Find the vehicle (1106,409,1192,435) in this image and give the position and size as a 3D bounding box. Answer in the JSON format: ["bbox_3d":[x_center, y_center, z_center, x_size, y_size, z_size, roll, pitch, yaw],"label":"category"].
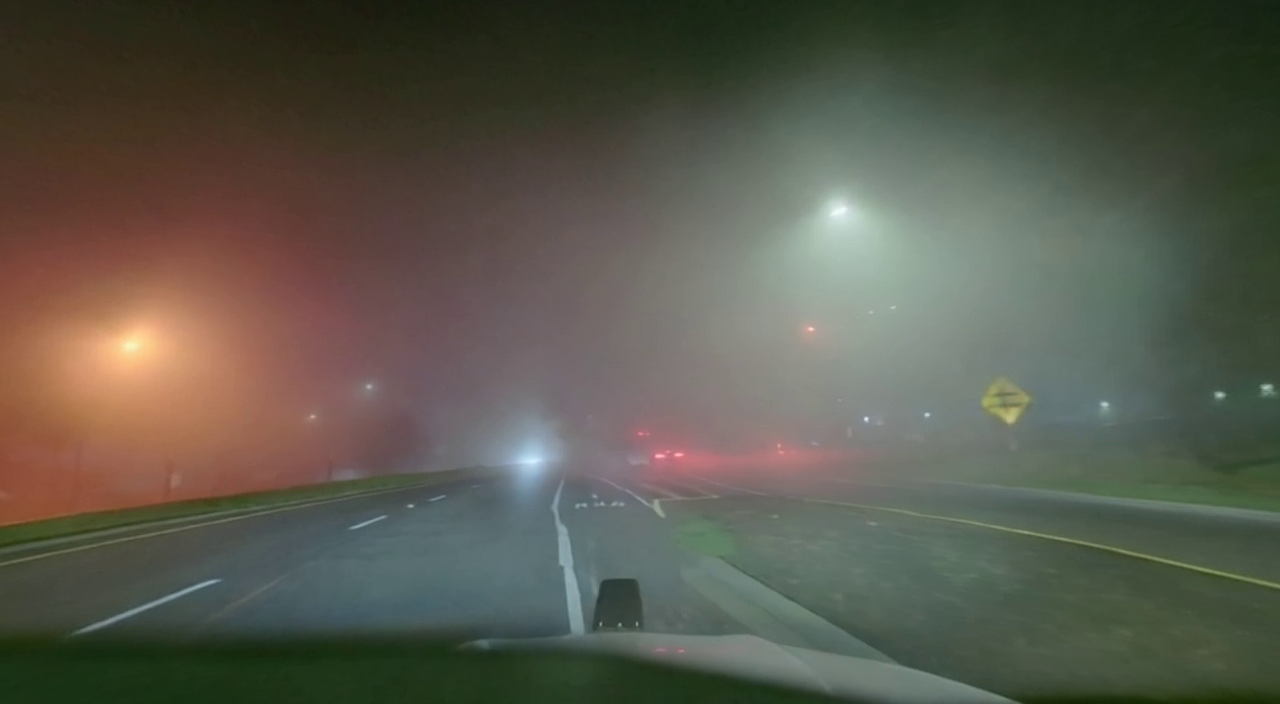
[{"bbox_3d":[37.494,5.168,46.595,4.685,1.869,2.045,0,-8,-4],"label":"vehicle"}]

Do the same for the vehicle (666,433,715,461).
[{"bbox_3d":[2.873,5.574,37.072,2.048,1.516,3.874,1,-8,-8],"label":"vehicle"}]
